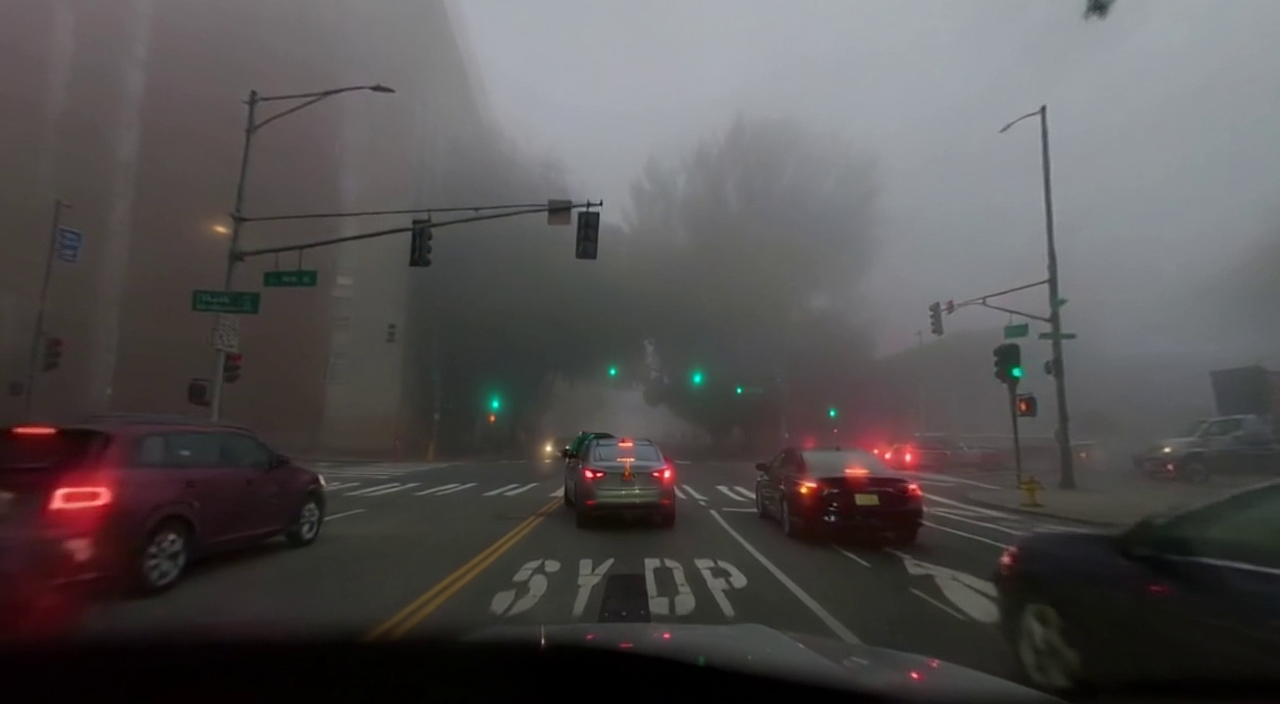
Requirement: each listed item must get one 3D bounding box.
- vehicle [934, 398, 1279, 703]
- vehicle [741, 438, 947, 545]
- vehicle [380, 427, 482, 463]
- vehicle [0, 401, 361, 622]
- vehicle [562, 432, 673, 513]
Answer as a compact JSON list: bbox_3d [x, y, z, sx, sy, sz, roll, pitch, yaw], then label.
[{"bbox_3d":[3.266,0.977,2.501,1.973,1.537,4.533,0,-8,0],"label":"vehicle"},{"bbox_3d":[3.142,2.215,10.861,1.942,1.443,4.468,0,-8,-1],"label":"vehicle"},{"bbox_3d":[-10.305,4.563,31.100,4.556,1.689,1.982,-3,-9,23],"label":"vehicle"},{"bbox_3d":[-5.050,1.523,7.093,2.111,1.661,4.537,1,-8,-6],"label":"vehicle"},{"bbox_3d":[-0.488,2.475,13.500,2.031,1.461,3.763,0,-8,-3],"label":"vehicle"}]
